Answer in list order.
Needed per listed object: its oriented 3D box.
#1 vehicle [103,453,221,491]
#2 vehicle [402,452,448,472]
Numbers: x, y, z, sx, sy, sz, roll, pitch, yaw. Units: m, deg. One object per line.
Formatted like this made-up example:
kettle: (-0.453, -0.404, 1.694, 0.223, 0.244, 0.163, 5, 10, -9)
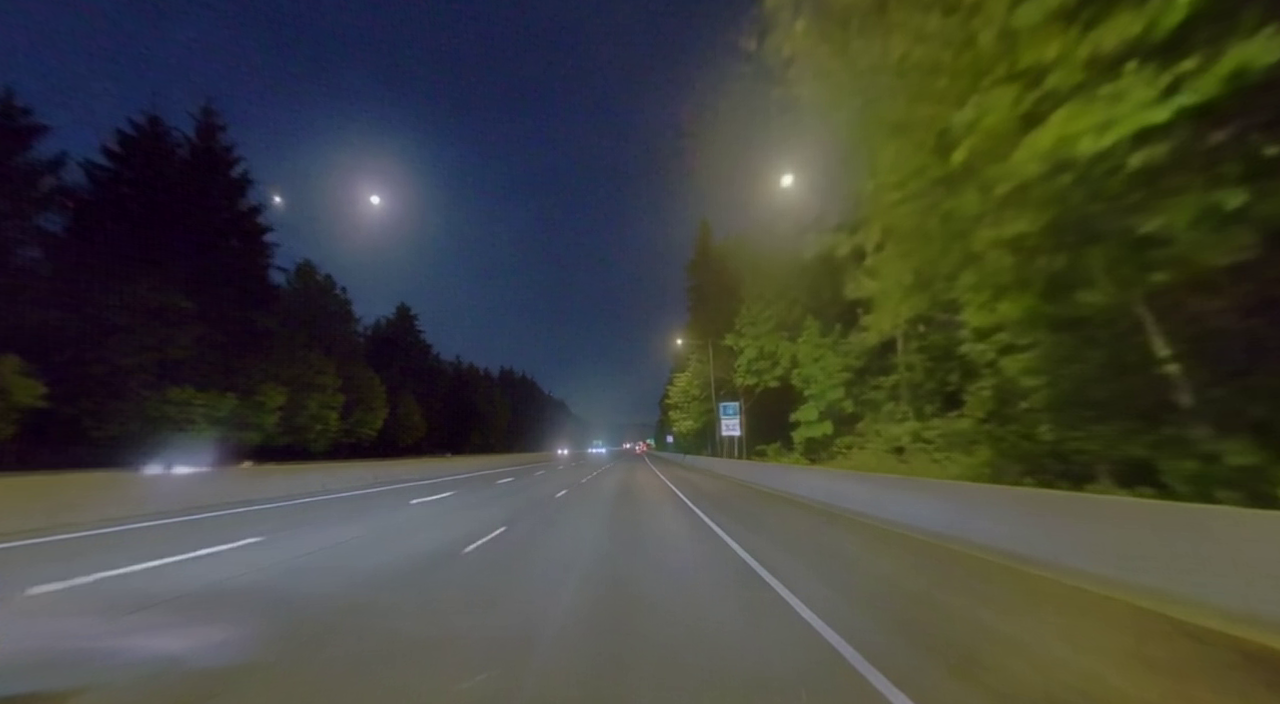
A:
vehicle: (-20.042, 5.003, 26.589, 1.860, 1.451, 4.015, 0, -9, -1)
vehicle: (-16.684, 8.532, 48.977, 1.997, 1.467, 4.524, -1, -9, 0)
